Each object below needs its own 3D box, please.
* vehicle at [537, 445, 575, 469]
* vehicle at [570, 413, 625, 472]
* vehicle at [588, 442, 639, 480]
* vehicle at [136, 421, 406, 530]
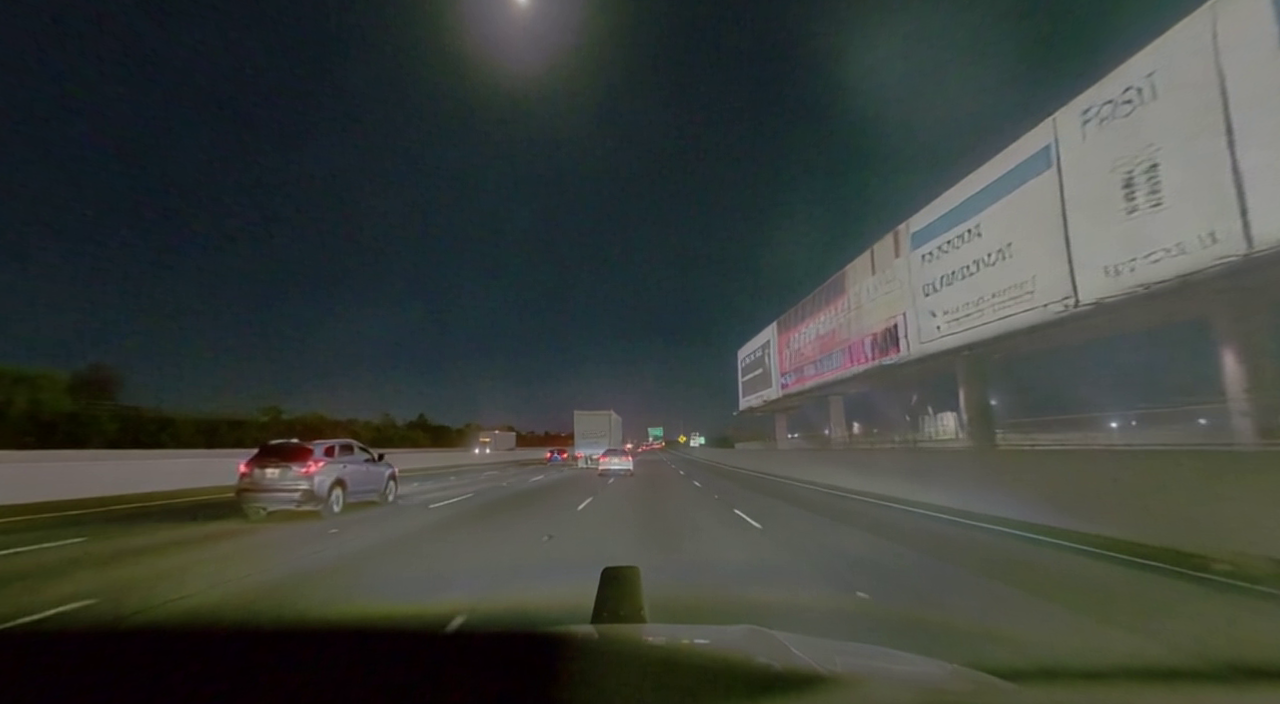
[{"bbox_3d":[-6.197,7.775,47.010,2.124,1.674,4.541,0,-9,1],"label":"vehicle"},{"bbox_3d":[-2.611,6.015,41.668,2.794,3.460,8.595,0,-9,1],"label":"vehicle"},{"bbox_3d":[-1.155,4.914,28.575,2.168,1.597,3.615,0,-9,-1],"label":"vehicle"},{"bbox_3d":[-7.056,2.433,13.015,2.401,1.759,5.126,0,-9,1],"label":"vehicle"}]
